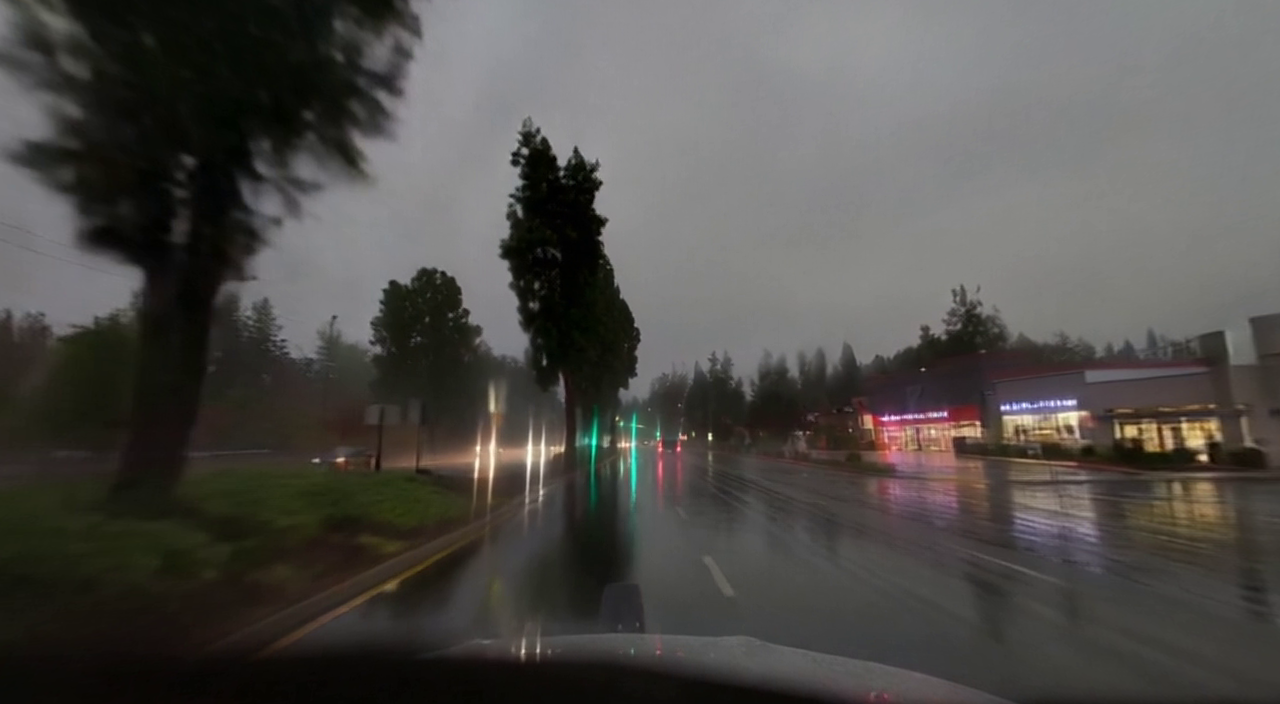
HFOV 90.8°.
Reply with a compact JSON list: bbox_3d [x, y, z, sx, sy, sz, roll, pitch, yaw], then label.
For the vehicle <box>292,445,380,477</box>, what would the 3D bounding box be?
[{"bbox_3d":[-14.678,5.259,30.791,1.967,1.453,4.539,0,-9,1],"label":"vehicle"}]
